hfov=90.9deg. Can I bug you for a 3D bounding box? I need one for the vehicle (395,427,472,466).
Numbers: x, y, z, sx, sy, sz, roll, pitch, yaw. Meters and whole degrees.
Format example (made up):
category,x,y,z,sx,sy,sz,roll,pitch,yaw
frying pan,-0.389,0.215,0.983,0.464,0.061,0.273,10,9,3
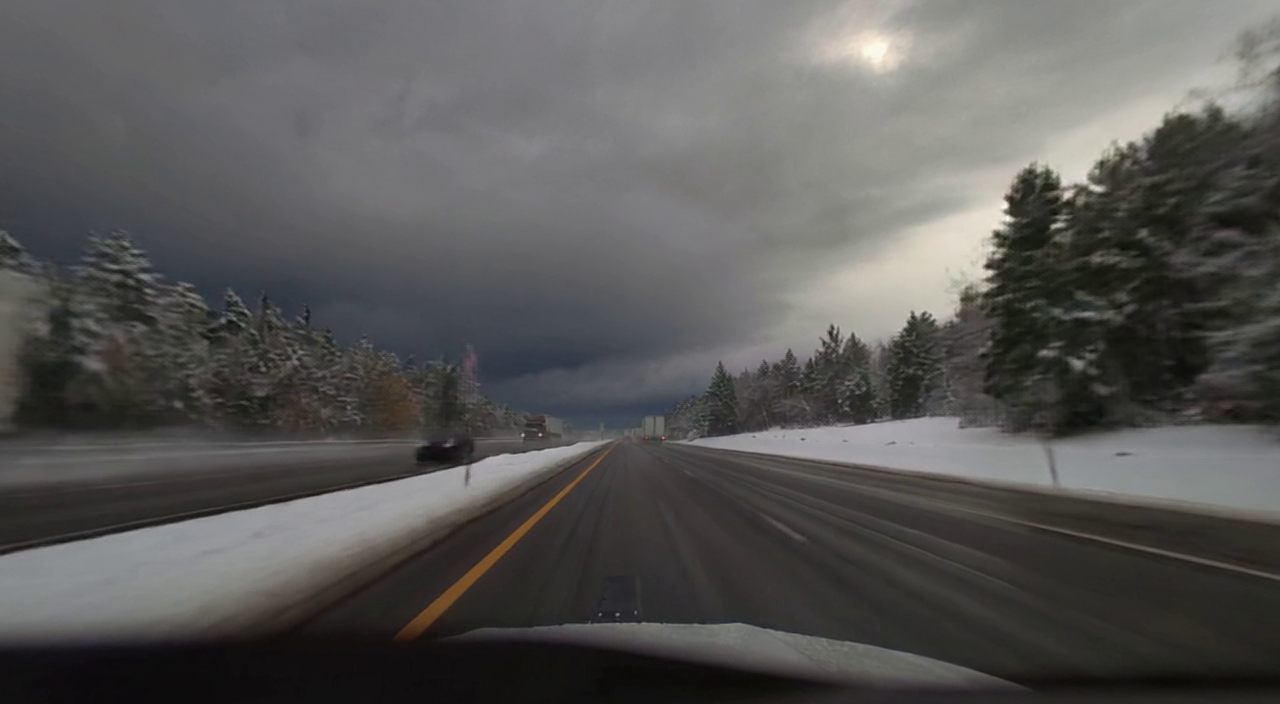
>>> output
category,x,y,z,sx,sy,sz,roll,pitch,yaw
vehicle,-8.266,3.802,25.624,1.896,1.449,3.844,0,-8,-2
